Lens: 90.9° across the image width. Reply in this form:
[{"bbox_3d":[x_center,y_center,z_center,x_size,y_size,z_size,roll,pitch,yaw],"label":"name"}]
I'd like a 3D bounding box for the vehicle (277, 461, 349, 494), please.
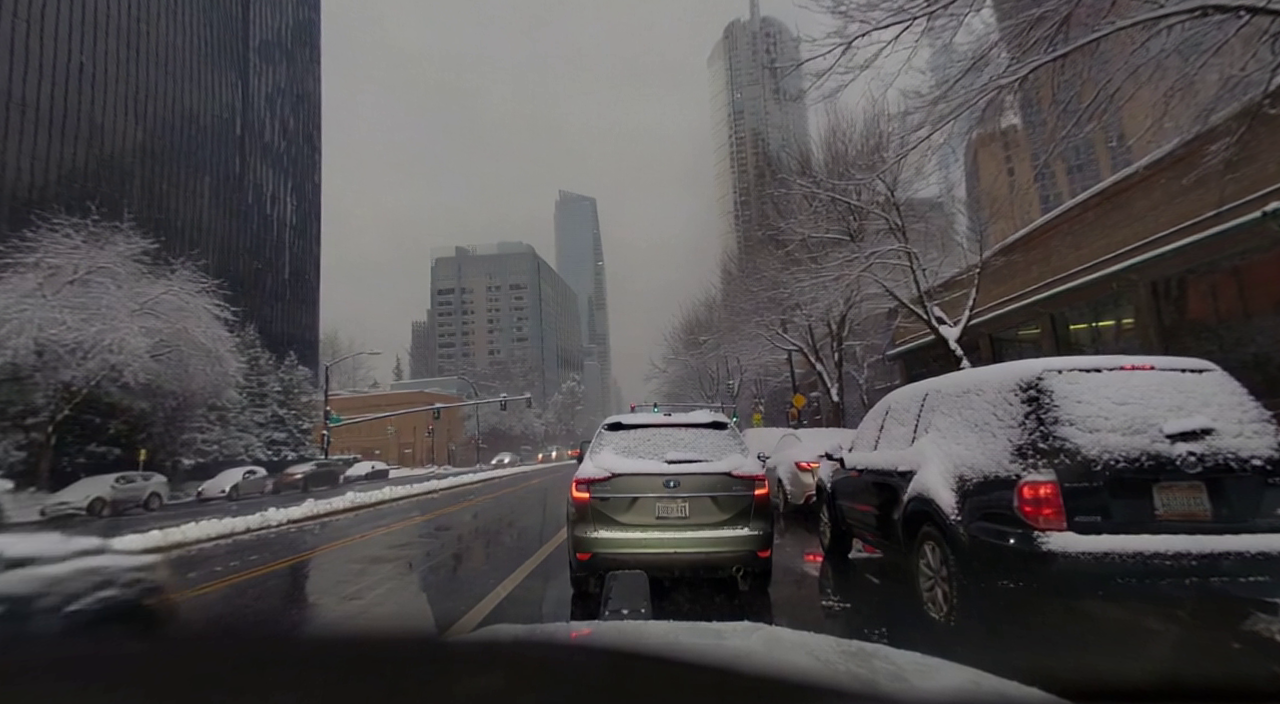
[{"bbox_3d":[-19.371,7.430,37.601,2.068,1.729,4.135,0,-9,0],"label":"vehicle"}]

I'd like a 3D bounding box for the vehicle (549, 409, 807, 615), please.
[{"bbox_3d":[0.238,1.539,6.866,2.045,1.608,3.573,0,-9,-2],"label":"vehicle"}]

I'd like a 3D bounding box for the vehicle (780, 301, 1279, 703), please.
[{"bbox_3d":[2.746,1.066,4.917,2.117,1.855,4.794,0,-9,-1],"label":"vehicle"}]

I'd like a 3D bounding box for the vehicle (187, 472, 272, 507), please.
[{"bbox_3d":[-22.643,7.572,35.007,1.854,1.419,4.318,-7,-8,0],"label":"vehicle"}]

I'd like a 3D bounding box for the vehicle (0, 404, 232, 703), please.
[{"bbox_3d":[-3.072,0.715,0.687,2.088,1.483,4.708,0,-9,0],"label":"vehicle"}]
